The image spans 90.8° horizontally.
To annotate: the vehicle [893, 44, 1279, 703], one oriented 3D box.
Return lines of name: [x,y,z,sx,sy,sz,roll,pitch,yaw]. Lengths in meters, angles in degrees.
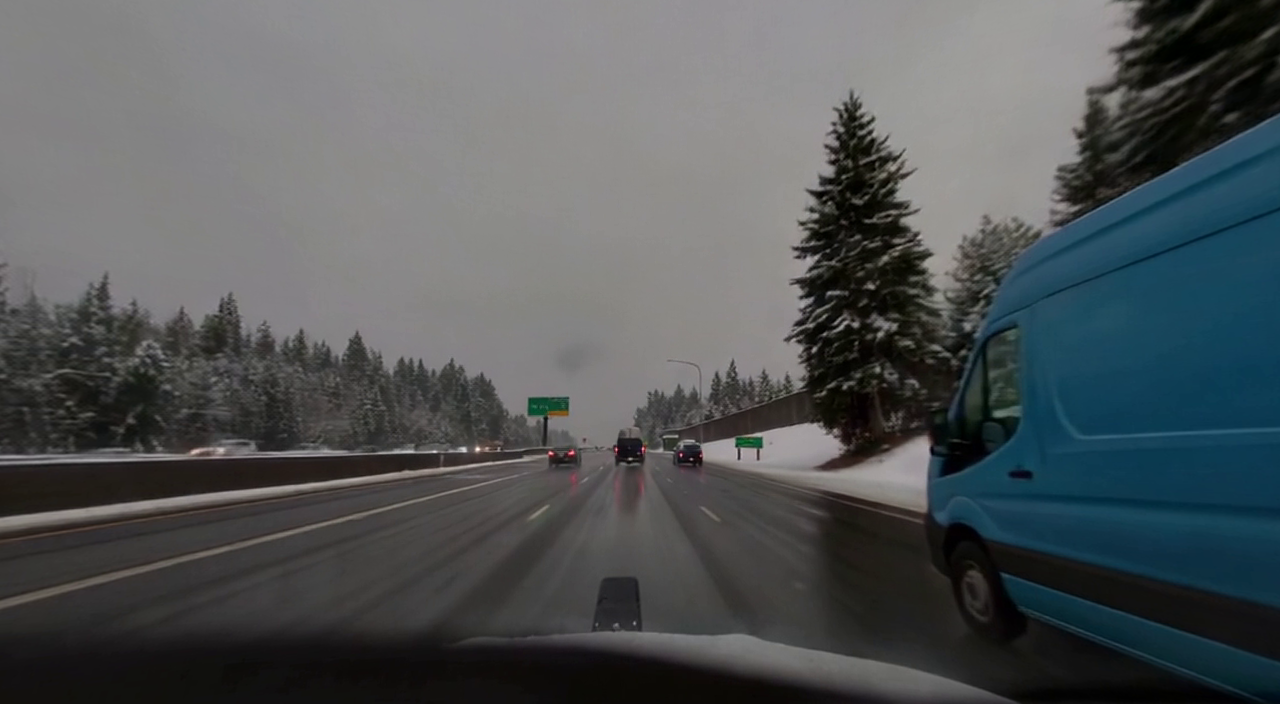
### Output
vehicle: [3.558,0.255,1.999,2.631,2.709,6.496,0,-9,-1]

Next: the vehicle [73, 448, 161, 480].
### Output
vehicle: [-25.017,5.325,30.350,1.448,1.423,3.208,0,-9,0]

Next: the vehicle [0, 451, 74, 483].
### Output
vehicle: [-29.013,5.401,29.863,1.463,1.405,3.249,0,-9,-1]

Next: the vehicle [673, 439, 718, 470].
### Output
vehicle: [3.303,6.173,38.305,2.160,1.759,4.214,0,-9,-2]

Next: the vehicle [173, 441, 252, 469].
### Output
vehicle: [-29.501,7.134,43.801,2.111,1.796,4.935,0,-9,-2]

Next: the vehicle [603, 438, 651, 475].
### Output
vehicle: [-0.651,5.379,32.762,2.297,1.783,4.355,0,-9,-1]

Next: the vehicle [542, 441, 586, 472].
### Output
vehicle: [-4.328,6.016,36.569,2.023,1.709,4.263,0,-9,0]

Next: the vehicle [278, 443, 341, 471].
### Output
vehicle: [-17.821,5.652,34.210,1.614,1.437,3.291,0,-9,-1]
